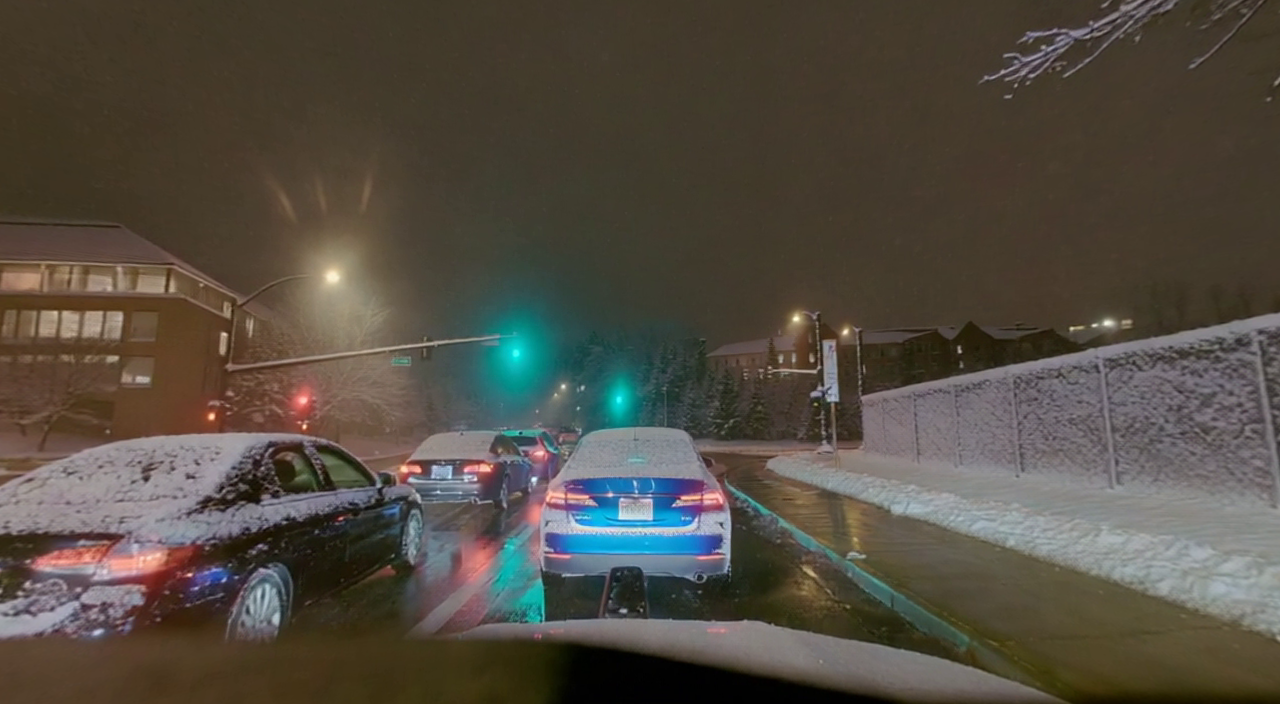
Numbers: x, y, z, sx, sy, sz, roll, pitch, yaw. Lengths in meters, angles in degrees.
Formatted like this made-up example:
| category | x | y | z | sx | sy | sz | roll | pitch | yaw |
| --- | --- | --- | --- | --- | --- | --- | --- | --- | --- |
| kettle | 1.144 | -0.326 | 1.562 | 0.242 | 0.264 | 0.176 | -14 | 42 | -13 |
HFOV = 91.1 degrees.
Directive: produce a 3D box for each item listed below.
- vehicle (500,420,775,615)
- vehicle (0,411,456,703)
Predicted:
| category | x | y | z | sx | sy | sz | roll | pitch | yaw |
| --- | --- | --- | --- | --- | --- | --- | --- | --- | --- |
| vehicle | -0.016 | 1.601 | 7.012 | 2.144 | 1.514 | 4.063 | 0 | -9 | 0 |
| vehicle | -3.201 | 1.347 | 5.027 | 1.971 | 1.488 | 4.581 | 0 | -9 | 1 |
